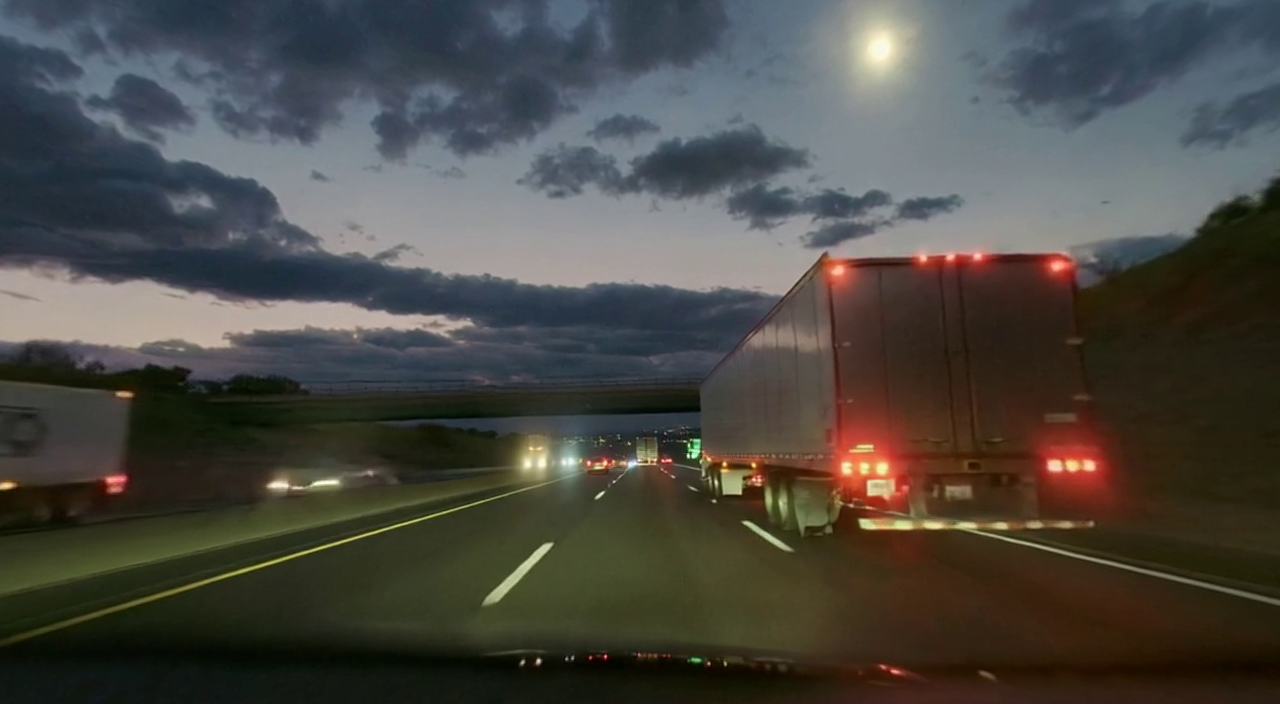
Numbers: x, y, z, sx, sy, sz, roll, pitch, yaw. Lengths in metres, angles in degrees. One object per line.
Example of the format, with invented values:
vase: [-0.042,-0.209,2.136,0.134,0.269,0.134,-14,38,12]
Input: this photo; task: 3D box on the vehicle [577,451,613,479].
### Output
vehicle: [-2.873,7.270,40.808,2.007,1.647,3.854,0,-9,0]

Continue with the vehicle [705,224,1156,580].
vehicle: [4.051,1.761,15.449,3.131,4.037,16.729,0,-9,0]
